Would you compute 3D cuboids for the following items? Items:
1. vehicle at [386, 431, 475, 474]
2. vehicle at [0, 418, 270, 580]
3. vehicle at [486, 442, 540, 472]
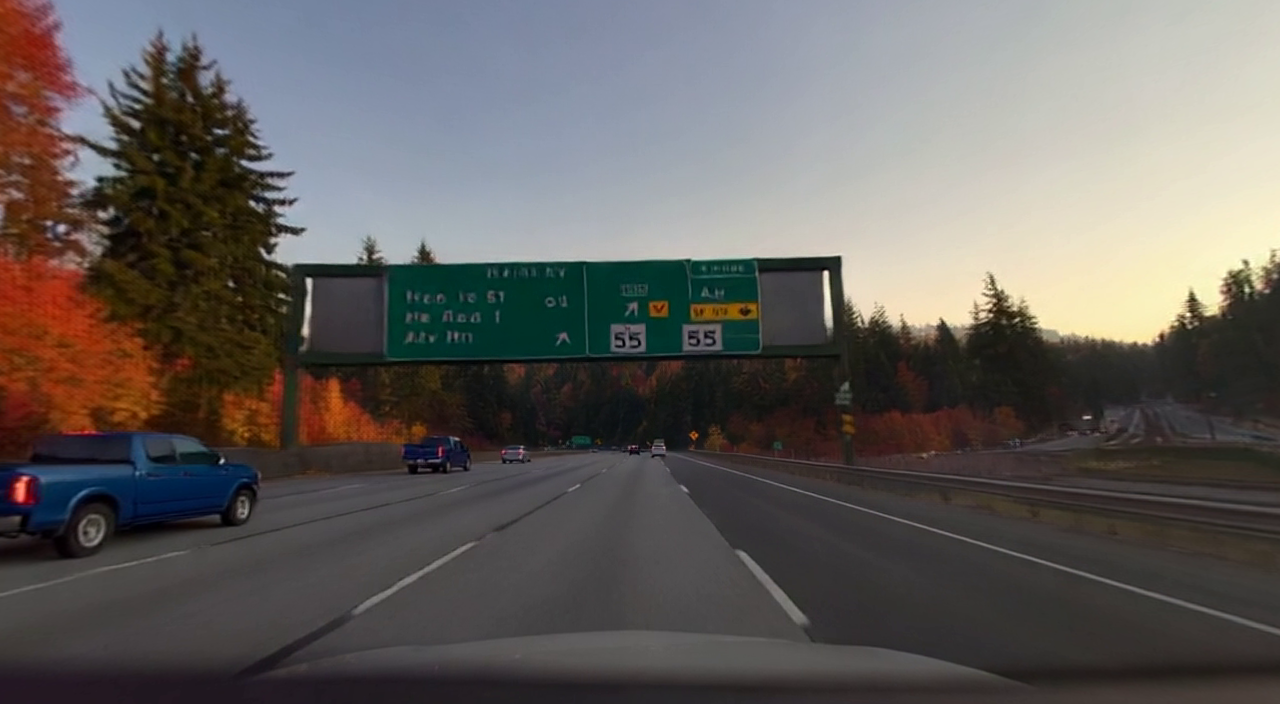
[{"bbox_3d":[-10.464,5.072,32.095,2.347,1.984,5.778,0,-8,2],"label":"vehicle"},{"bbox_3d":[-7.221,1.723,8.140,1.965,1.567,4.686,0,-8,1],"label":"vehicle"},{"bbox_3d":[-6.739,5.602,33.958,1.919,1.499,4.234,0,-8,1],"label":"vehicle"}]
